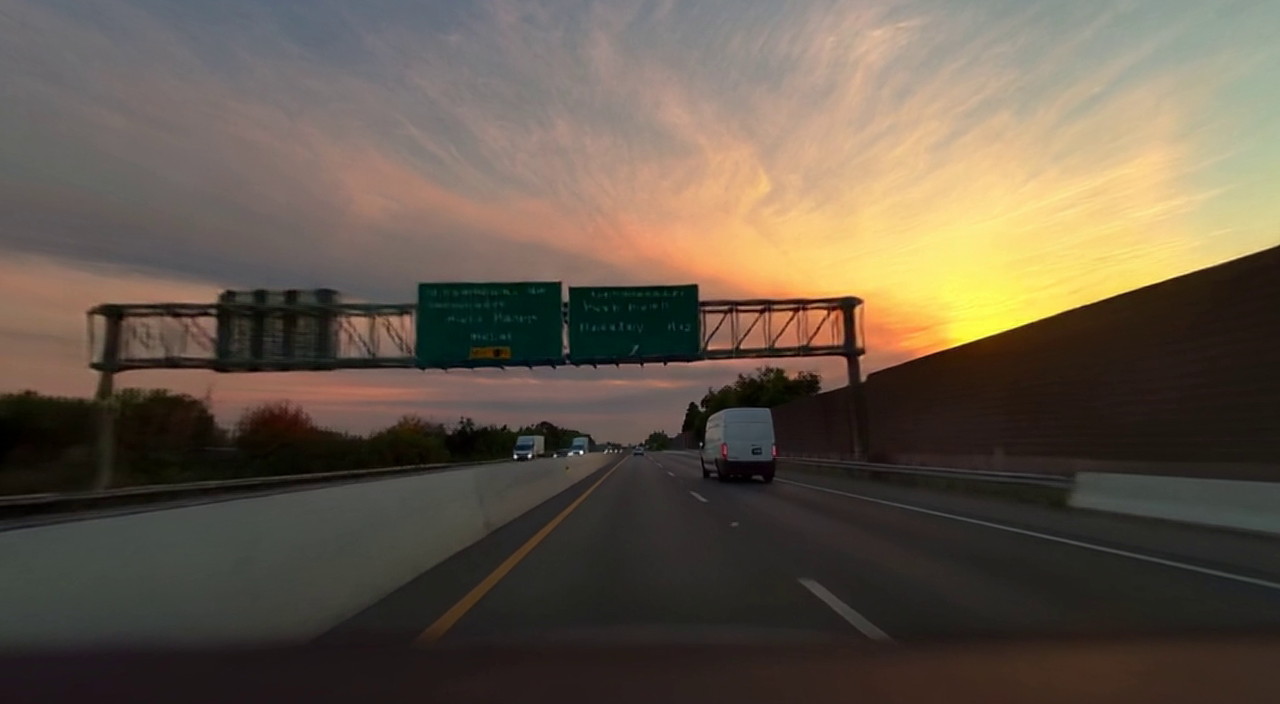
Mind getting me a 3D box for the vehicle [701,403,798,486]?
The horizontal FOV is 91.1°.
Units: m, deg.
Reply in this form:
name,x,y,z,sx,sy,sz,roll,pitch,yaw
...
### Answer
name,x,y,z,sx,sy,sz,roll,pitch,yaw
vehicle,4.042,3.668,24.827,2.449,2.805,6.763,0,-9,-1
